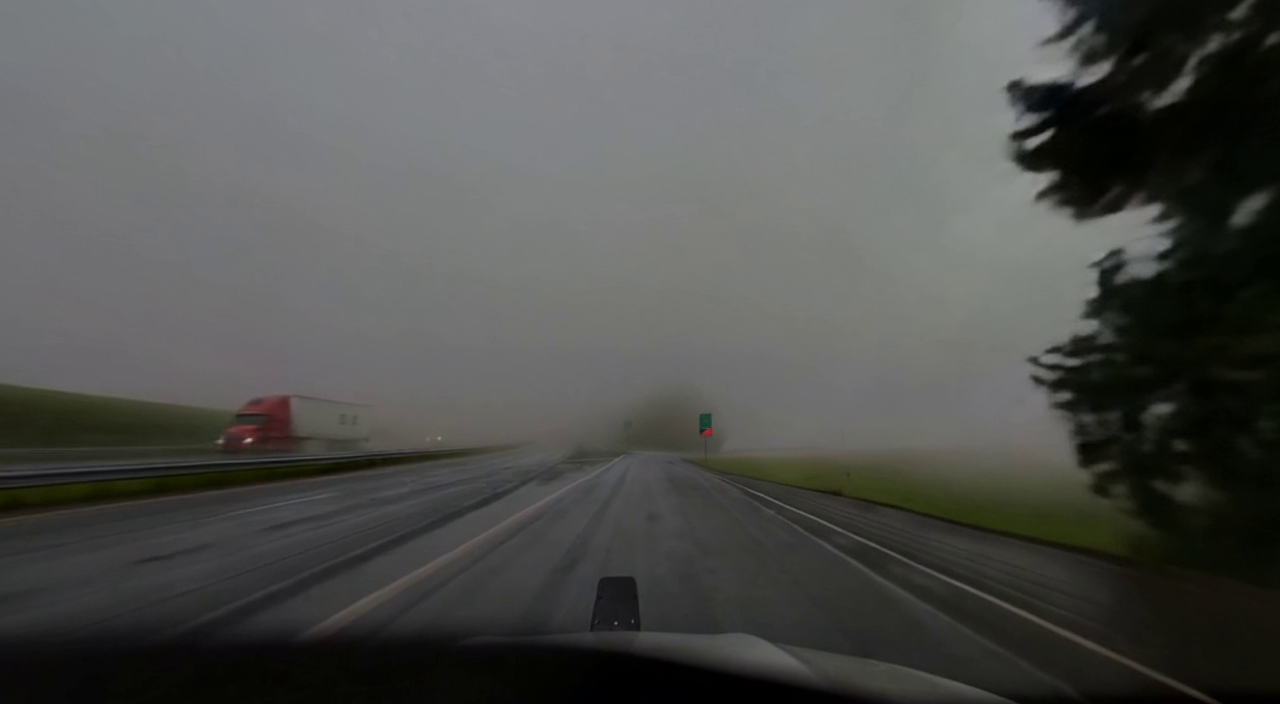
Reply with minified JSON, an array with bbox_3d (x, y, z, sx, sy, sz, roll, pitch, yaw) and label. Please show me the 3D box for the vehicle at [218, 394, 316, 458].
[{"bbox_3d":[-24.441,4.959,41.651,2.990,3.898,5.964,1,-8,-4],"label":"vehicle"}]
